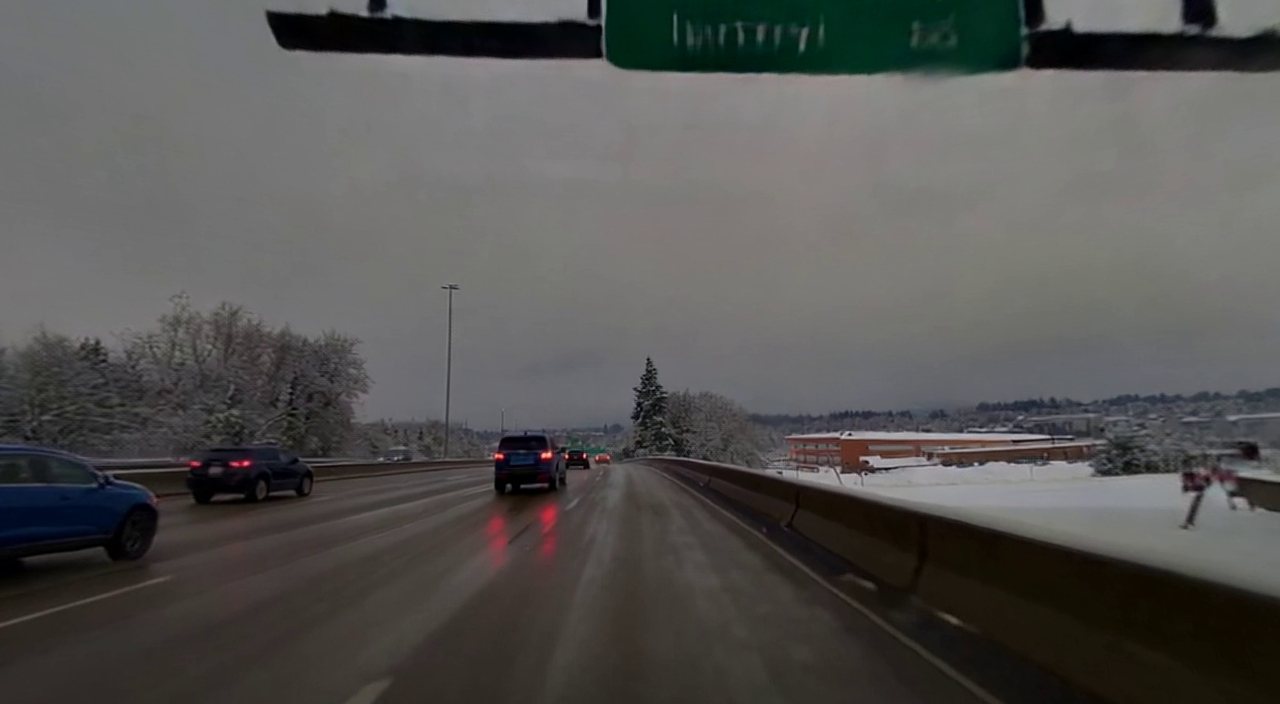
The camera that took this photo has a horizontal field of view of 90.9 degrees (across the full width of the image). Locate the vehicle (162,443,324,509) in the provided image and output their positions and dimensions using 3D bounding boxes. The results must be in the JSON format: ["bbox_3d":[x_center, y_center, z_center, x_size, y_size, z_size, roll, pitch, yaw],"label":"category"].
[{"bbox_3d":[-11.380,3.546,18.555,1.919,1.665,4.394,0,-9,-1],"label":"vehicle"}]

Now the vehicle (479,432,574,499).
[{"bbox_3d":[-3.704,3.822,21.717,2.301,1.985,5.247,0,-9,0],"label":"vehicle"}]

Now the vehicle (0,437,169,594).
[{"bbox_3d":[-7.112,1.654,6.555,1.796,1.509,3.393,0,-9,-1],"label":"vehicle"}]
